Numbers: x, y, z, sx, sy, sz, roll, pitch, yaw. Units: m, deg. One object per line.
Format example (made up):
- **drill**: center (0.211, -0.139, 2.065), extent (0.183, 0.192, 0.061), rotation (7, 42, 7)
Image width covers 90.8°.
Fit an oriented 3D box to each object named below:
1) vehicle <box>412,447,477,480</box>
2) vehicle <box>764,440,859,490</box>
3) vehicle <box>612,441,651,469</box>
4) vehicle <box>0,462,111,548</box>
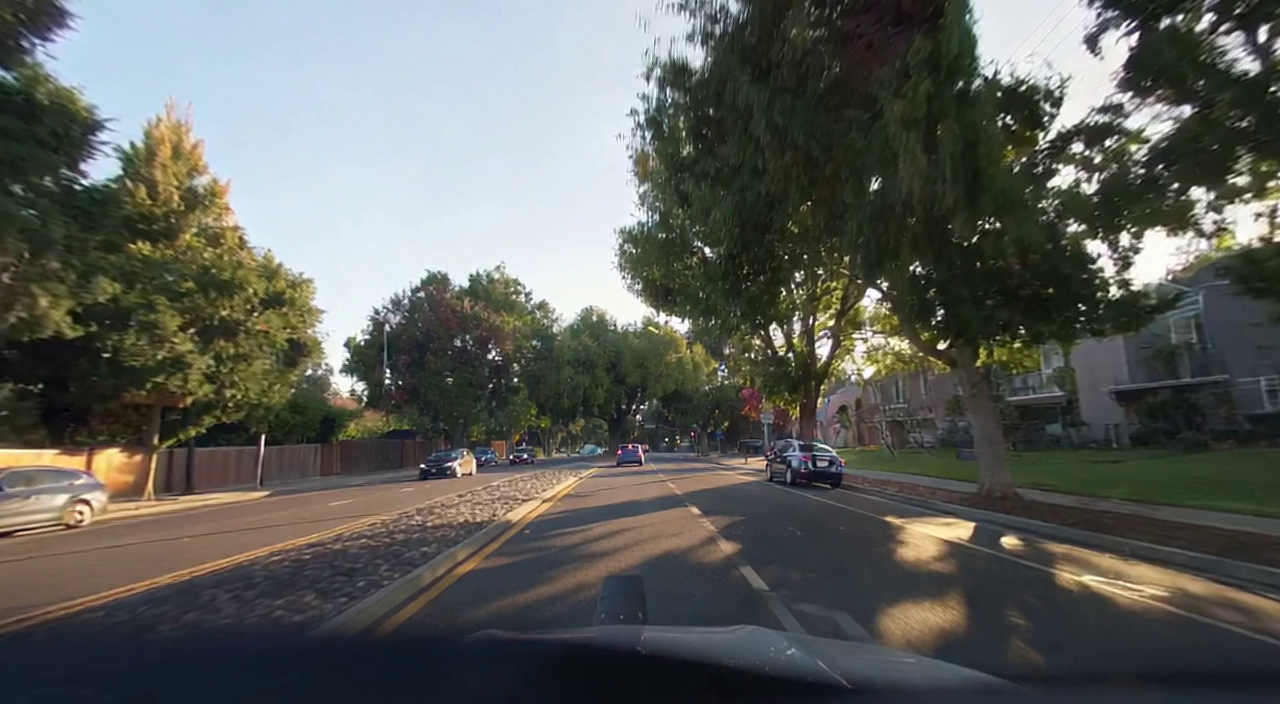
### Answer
- **vehicle**: center (-9.911, 5.683, 32.377), extent (1.992, 1.547, 4.292), rotation (0, -9, 0)
- **vehicle**: center (5.716, 3.819, 21.656), extent (1.926, 1.555, 4.106), rotation (1, -9, -3)
- **vehicle**: center (-0.498, 5.830, 35.801), extent (2.104, 1.462, 3.991), rotation (0, -9, -1)
- **vehicle**: center (-12.652, 2.858, 11.488), extent (1.926, 1.543, 4.959), rotation (-4, -10, -2)
